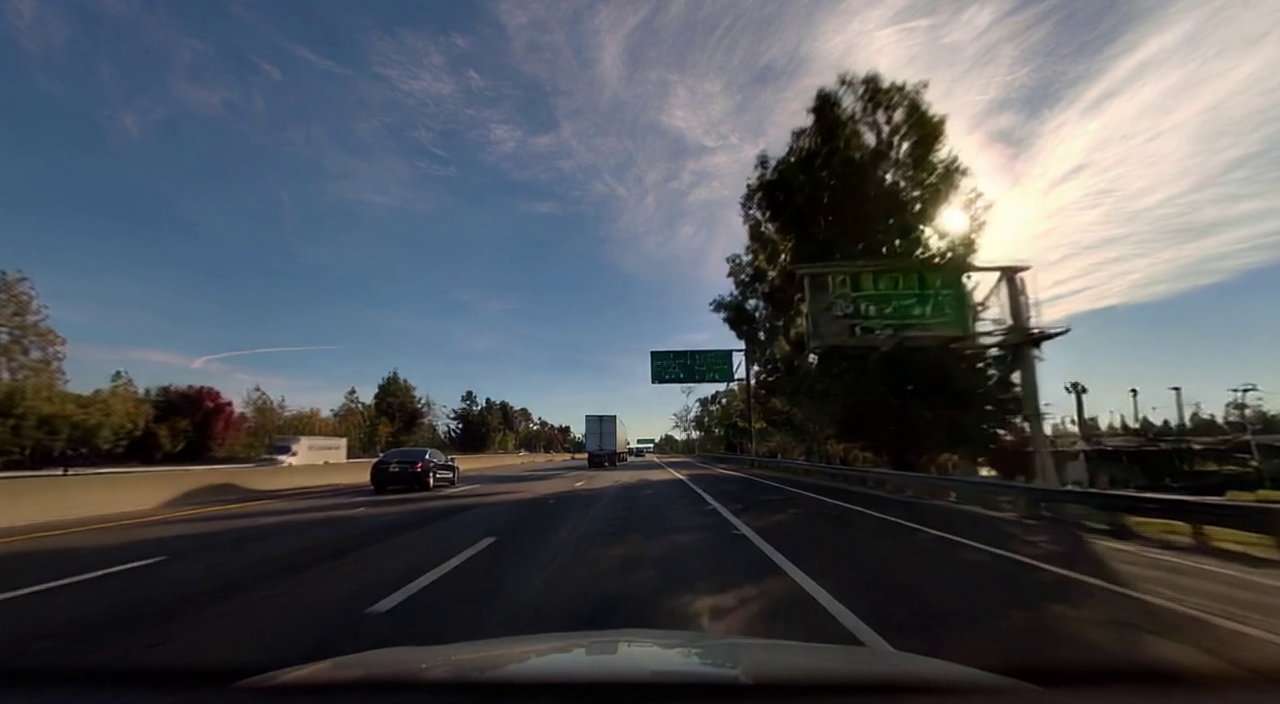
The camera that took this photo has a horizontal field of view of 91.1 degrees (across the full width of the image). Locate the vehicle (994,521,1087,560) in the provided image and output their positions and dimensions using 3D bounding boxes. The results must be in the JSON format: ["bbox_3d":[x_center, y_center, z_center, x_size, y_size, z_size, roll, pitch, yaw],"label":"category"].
[{"bbox_3d":[24.061,11.353,37.998,2.126,1.475,4.971,0,-8,-4],"label":"vehicle"}]

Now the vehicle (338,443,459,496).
[{"bbox_3d":[-7.415,3.636,19.875,1.901,1.467,4.629,0,-8,1],"label":"vehicle"}]
